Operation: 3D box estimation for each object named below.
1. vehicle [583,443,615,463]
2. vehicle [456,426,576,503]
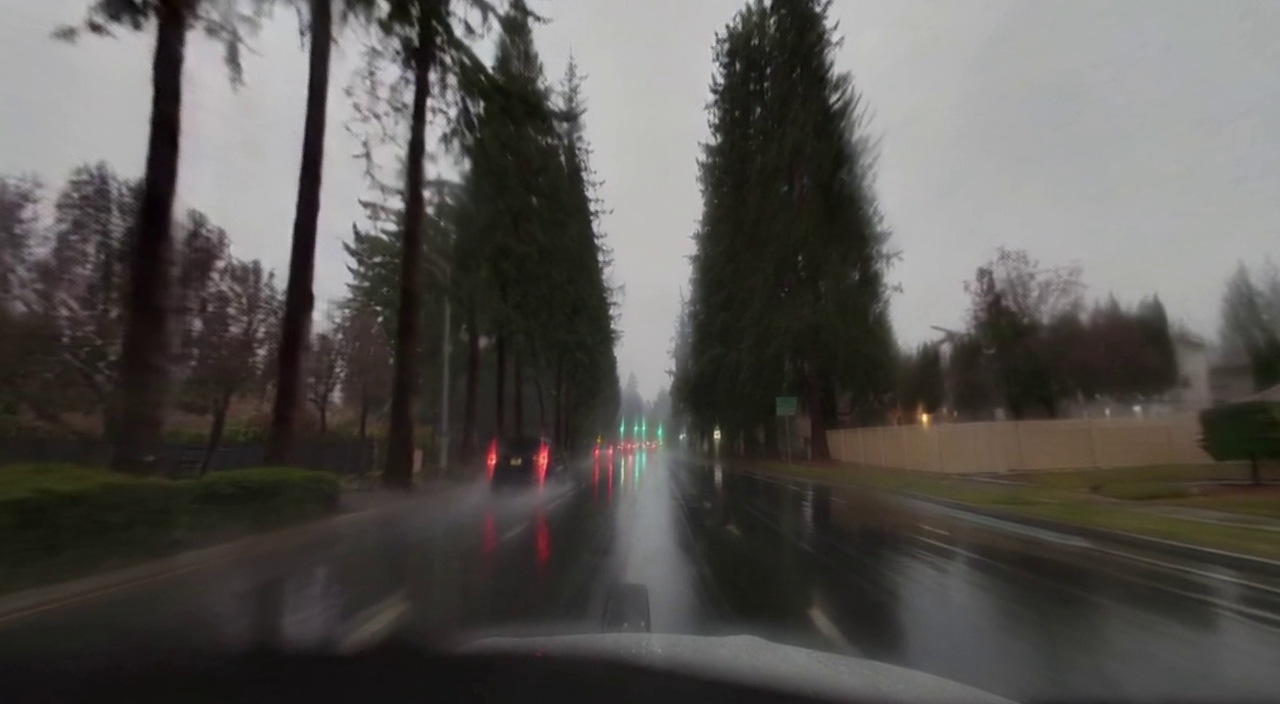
[{"bbox_3d":[-3.030,7.610,47.614,2.021,1.466,4.330,0,-8,1],"label":"vehicle"},{"bbox_3d":[-2.987,2.845,16.333,2.058,1.671,4.704,0,-8,1],"label":"vehicle"}]
